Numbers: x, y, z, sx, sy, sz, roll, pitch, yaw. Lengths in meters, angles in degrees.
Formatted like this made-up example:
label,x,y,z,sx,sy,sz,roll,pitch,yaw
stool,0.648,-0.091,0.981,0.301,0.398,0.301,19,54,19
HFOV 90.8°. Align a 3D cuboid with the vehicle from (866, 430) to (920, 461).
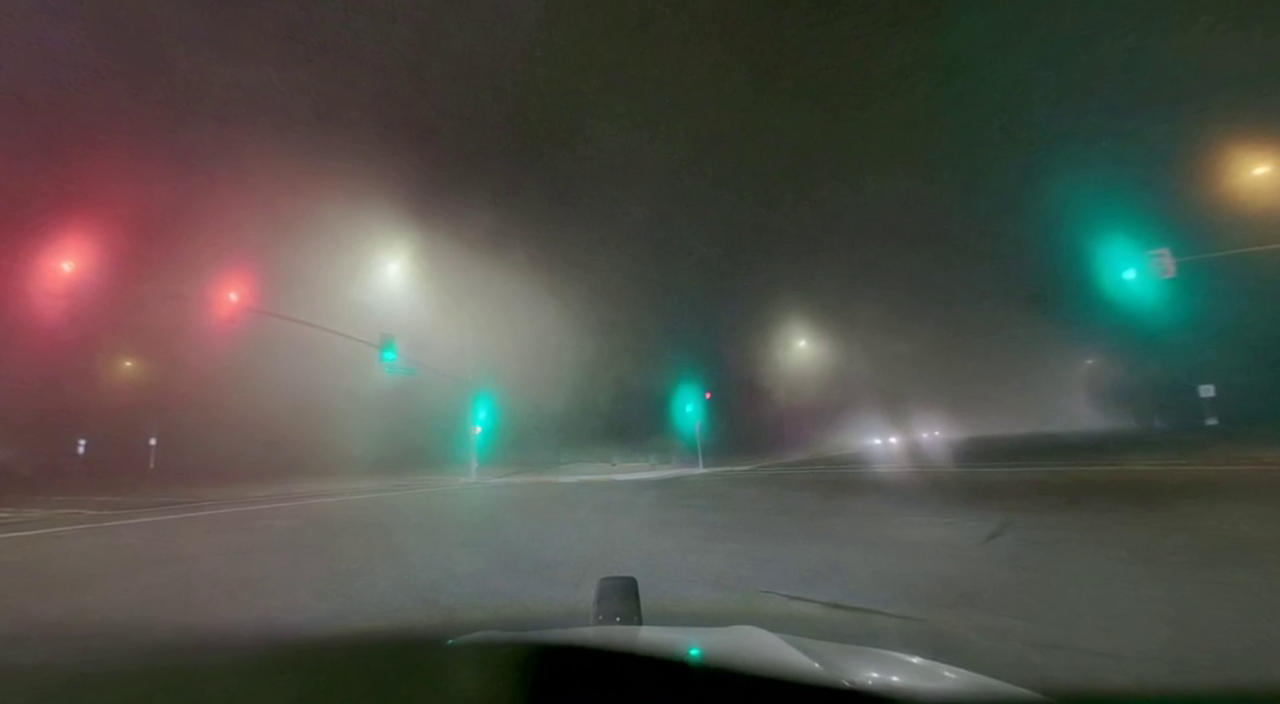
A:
label,x,y,z,sx,sy,sz,roll,pitch,yaw
vehicle,14.266,5.264,35.487,1.997,1.577,4.719,-5,-10,31
